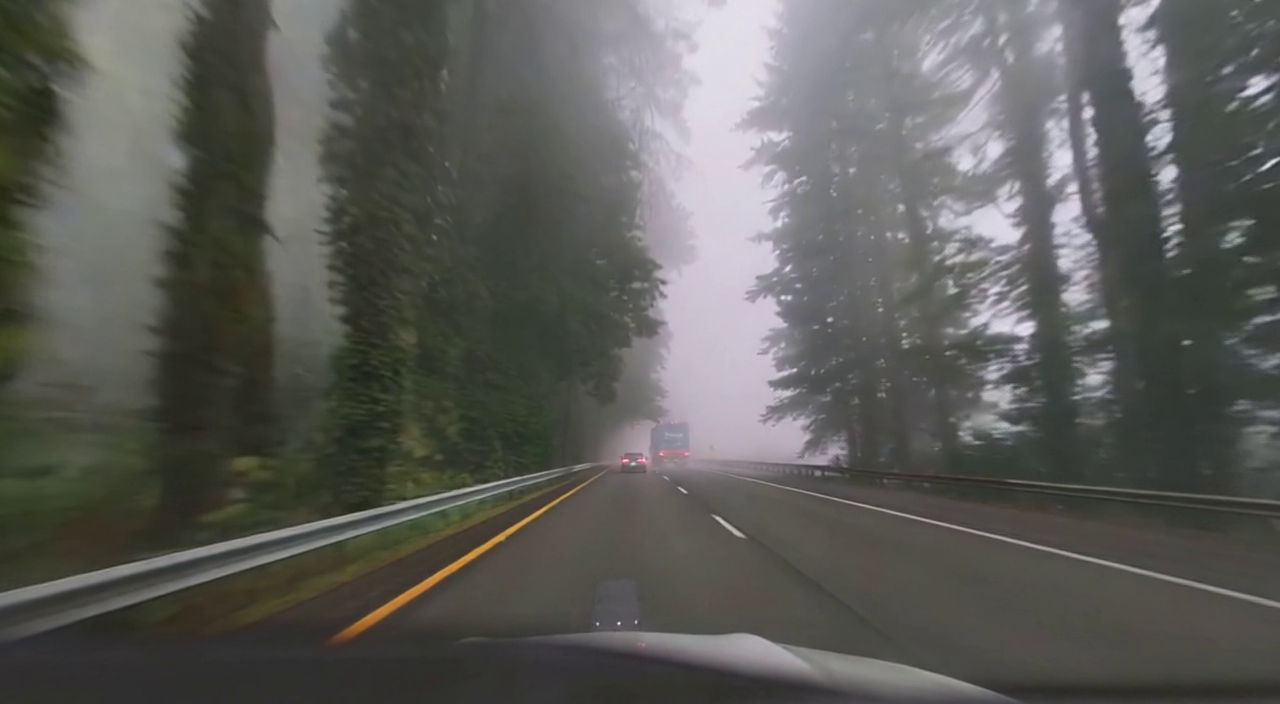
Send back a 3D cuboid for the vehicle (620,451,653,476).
[{"bbox_3d":[-0.233,7.316,41.558,2.057,1.528,3.958,-1,-9,0],"label":"vehicle"}]
